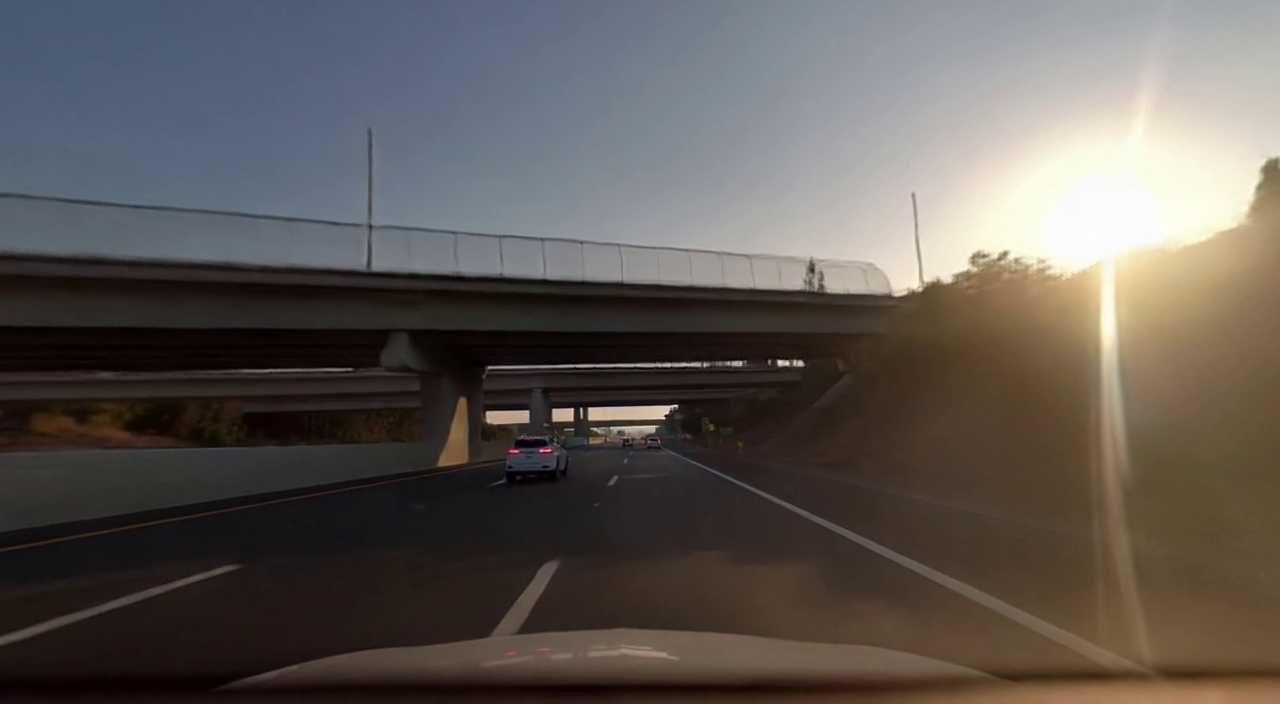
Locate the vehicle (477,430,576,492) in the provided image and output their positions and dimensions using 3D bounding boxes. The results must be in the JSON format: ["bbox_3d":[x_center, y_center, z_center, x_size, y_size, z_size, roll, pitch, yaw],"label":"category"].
[{"bbox_3d":[-3.174,3.118,18.508,2.039,1.589,4.324,0,-8,1],"label":"vehicle"}]
